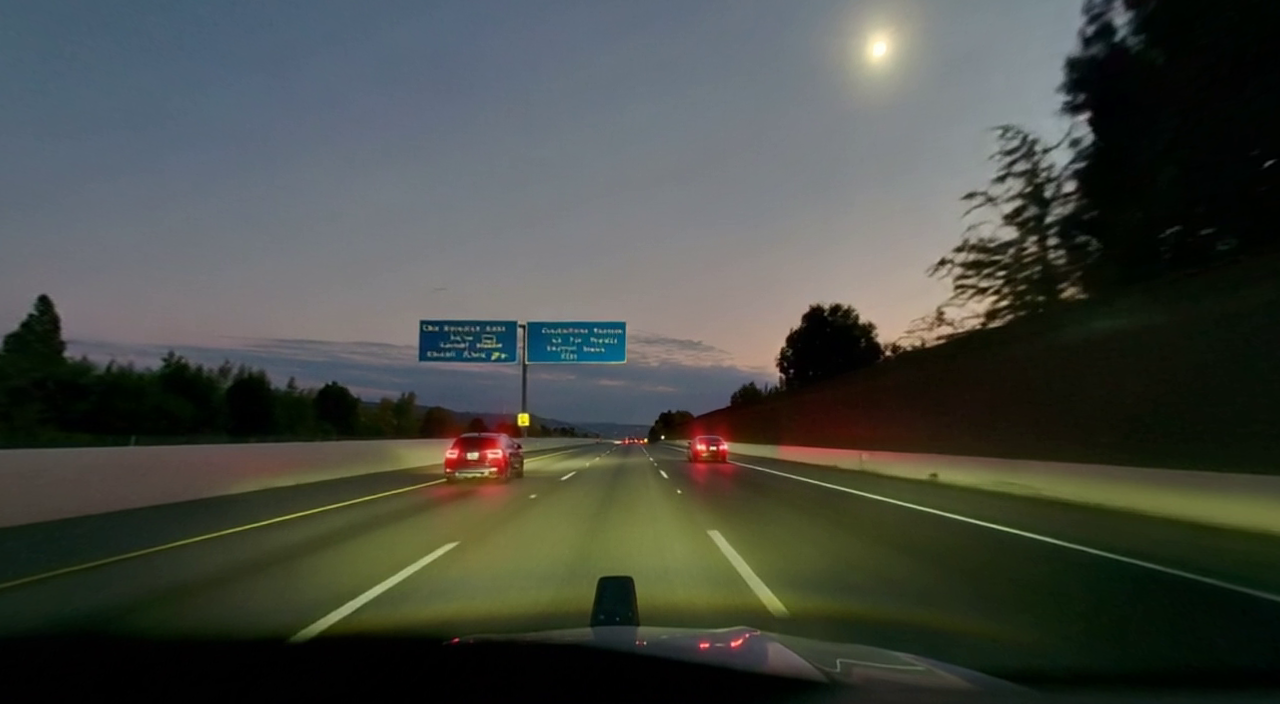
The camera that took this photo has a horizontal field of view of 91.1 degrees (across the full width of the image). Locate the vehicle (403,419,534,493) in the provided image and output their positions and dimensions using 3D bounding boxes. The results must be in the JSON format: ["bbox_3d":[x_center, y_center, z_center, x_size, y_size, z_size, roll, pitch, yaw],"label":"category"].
[{"bbox_3d":[-4.208,2.611,16.228,2.219,1.660,4.153,0,-7,-1],"label":"vehicle"}]

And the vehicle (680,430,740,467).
[{"bbox_3d":[3.061,4.314,28.424,2.077,1.523,4.539,0,-7,-2],"label":"vehicle"}]
